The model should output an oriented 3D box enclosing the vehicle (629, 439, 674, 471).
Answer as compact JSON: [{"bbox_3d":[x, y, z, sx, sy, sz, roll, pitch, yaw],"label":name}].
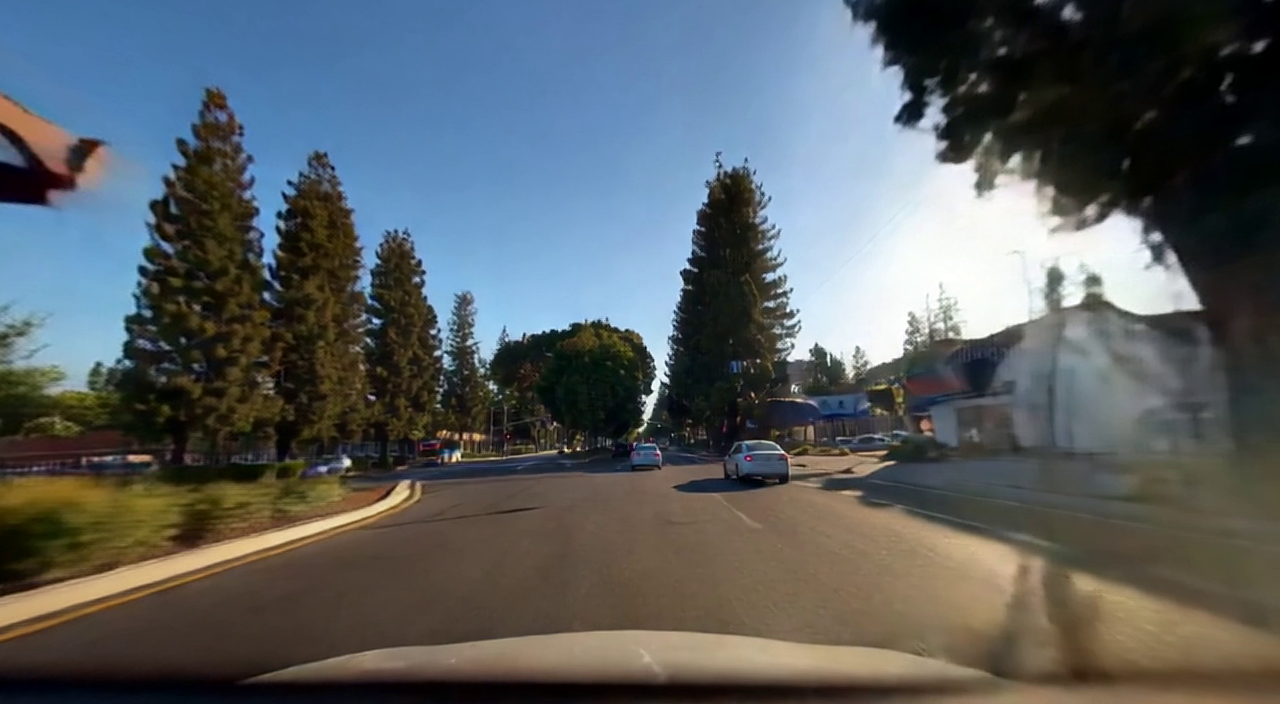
[{"bbox_3d":[0.548,5.274,32.556,2.144,1.505,4.128,-1,-8,0],"label":"vehicle"}]

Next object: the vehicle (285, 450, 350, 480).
[{"bbox_3d":[-21.010,7.342,41.218,1.921,1.728,4.364,-1,-8,0],"label":"vehicle"}]

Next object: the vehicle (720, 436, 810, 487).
[{"bbox_3d":[3.989,3.582,20.970,2.067,1.497,4.327,0,-8,0],"label":"vehicle"}]
